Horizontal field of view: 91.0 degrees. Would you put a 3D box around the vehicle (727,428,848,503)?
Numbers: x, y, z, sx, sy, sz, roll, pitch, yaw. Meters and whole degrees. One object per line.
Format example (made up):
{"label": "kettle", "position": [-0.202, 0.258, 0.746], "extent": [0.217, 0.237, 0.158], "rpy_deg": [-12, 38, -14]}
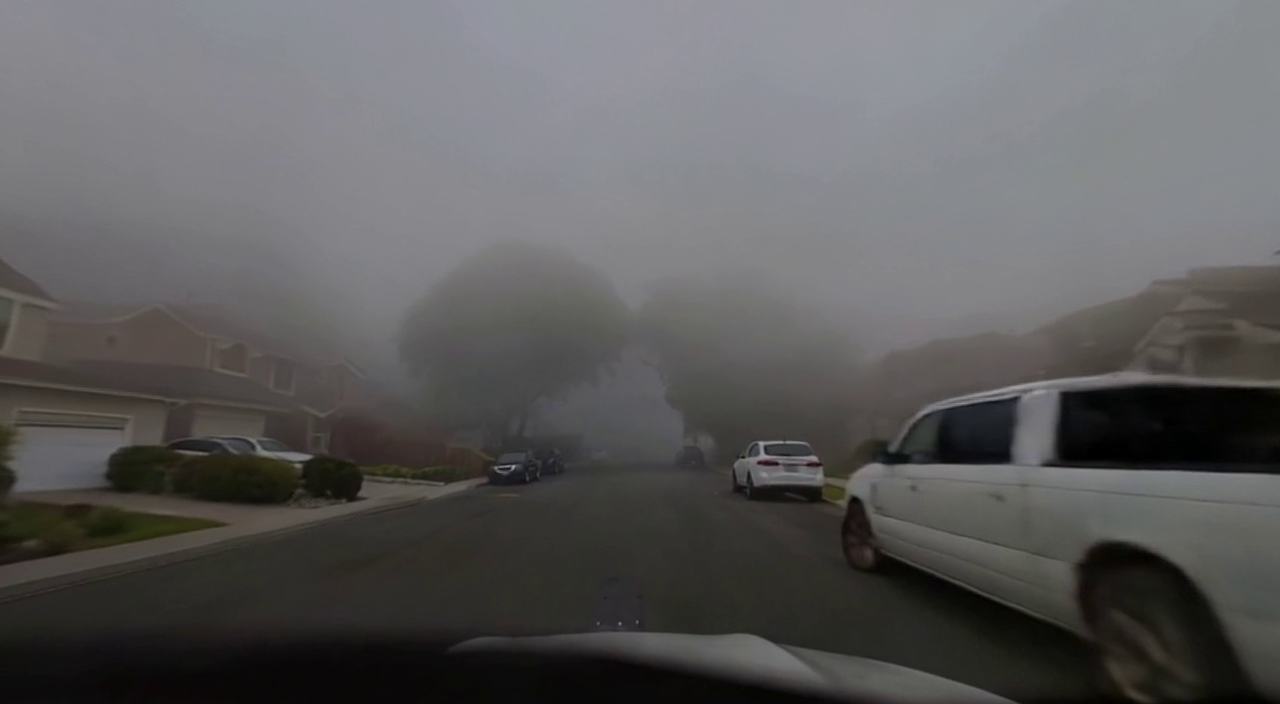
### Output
{"label": "vehicle", "position": [4.135, 3.314, 18.893], "extent": [2.311, 1.859, 5.880], "rpy_deg": [0, -9, 1]}

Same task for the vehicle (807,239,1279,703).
{"label": "vehicle", "position": [3.835, 1.109, 5.132], "extent": [2.952, 2.216, 7.033], "rpy_deg": [0, -8, 0]}

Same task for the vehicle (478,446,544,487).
{"label": "vehicle", "position": [-5.822, 5.206, 29.031], "extent": [2.027, 1.544, 4.959], "rpy_deg": [-1, -7, 0]}

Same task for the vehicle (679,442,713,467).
{"label": "vehicle", "position": [4.205, 7.759, 47.789], "extent": [2.136, 1.794, 4.598], "rpy_deg": [0, -9, 0]}

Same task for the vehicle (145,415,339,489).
{"label": "vehicle", "position": [-13.041, 3.273, 20.837], "extent": [4.837, 1.897, 2.228], "rpy_deg": [4, -8, 5]}
